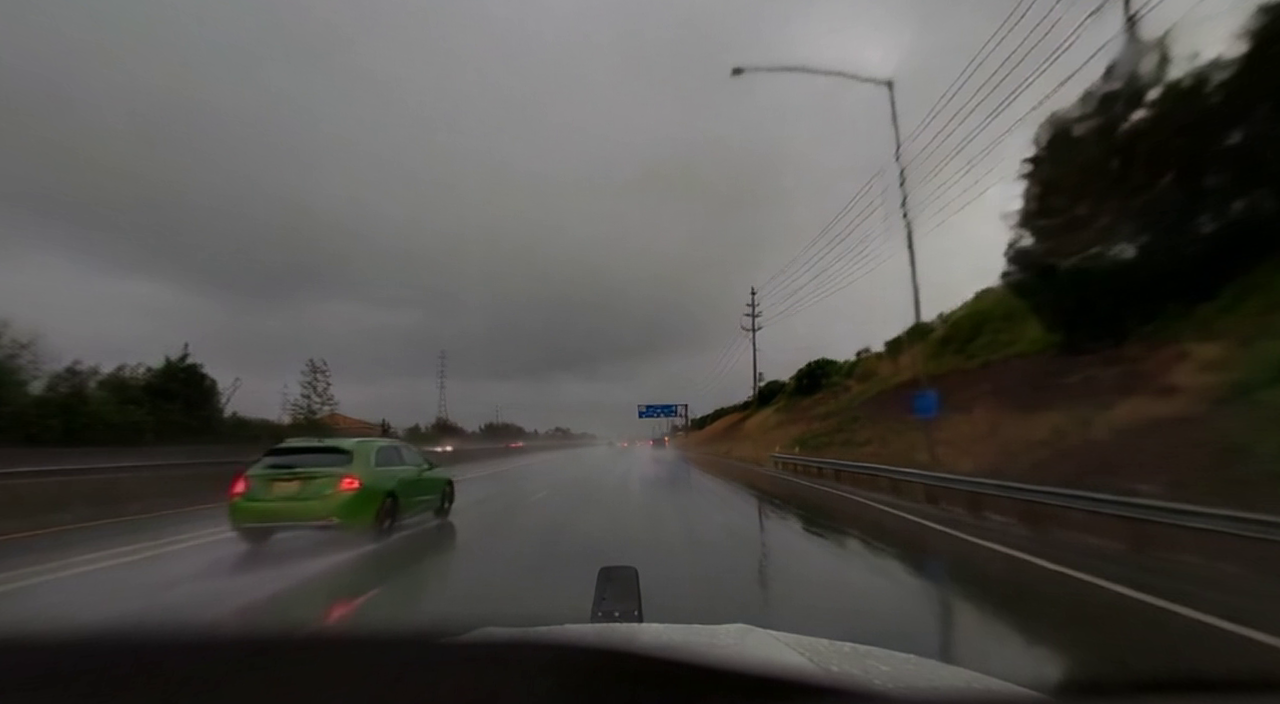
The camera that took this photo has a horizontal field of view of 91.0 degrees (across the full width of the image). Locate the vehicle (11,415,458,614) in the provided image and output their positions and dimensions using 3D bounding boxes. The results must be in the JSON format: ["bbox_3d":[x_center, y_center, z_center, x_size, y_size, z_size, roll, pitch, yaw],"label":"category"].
[{"bbox_3d":[-3.882,1.614,7.412,2.016,1.543,4.870,0,-8,0],"label":"vehicle"}]
